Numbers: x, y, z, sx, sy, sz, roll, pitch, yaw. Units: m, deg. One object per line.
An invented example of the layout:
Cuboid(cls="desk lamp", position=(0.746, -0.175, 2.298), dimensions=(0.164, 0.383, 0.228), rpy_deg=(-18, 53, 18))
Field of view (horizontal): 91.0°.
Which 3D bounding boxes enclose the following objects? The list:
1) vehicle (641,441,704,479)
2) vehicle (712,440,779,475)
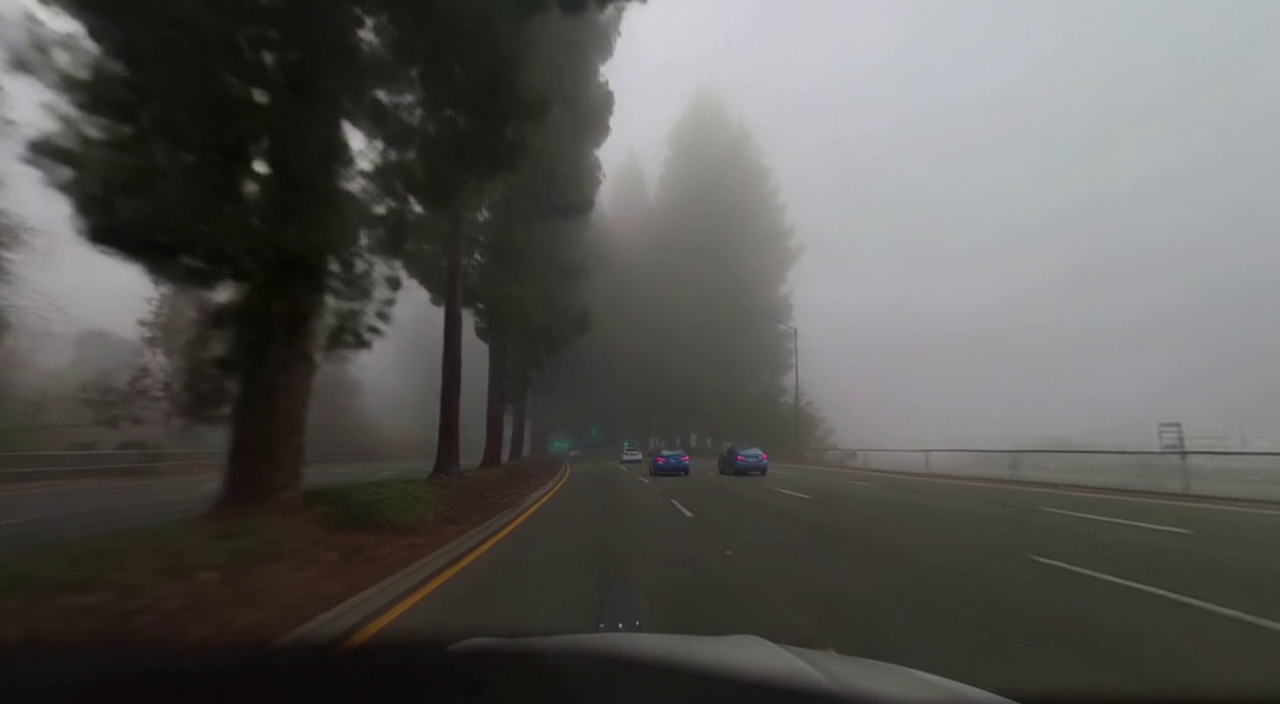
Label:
Cuboid(cls="vehicle", position=(1.281, 4.536, 26.748), dimensions=(2.077, 1.464, 4.134), rpy_deg=(1, -8, -6))
Cuboid(cls="vehicle", position=(4.730, 4.795, 28.981), dimensions=(1.901, 1.474, 4.363), rpy_deg=(1, -8, -6))
